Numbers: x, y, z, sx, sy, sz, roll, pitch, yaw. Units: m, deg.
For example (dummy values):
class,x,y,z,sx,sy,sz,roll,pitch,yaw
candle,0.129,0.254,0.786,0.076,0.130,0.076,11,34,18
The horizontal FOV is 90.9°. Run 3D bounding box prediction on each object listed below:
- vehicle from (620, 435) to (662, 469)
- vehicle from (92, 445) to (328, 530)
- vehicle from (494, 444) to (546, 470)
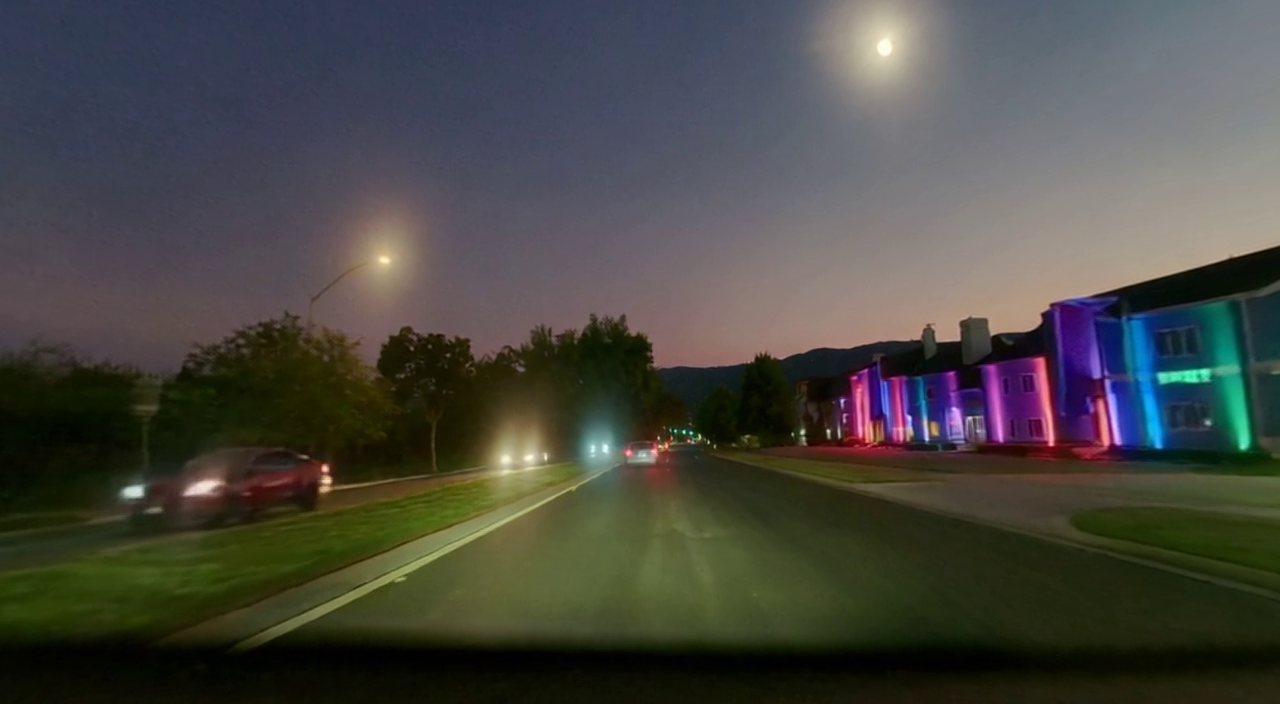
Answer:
class,x,y,z,sx,sy,sz,roll,pitch,yaw
vehicle,0.132,5.398,34.111,2.129,1.713,4.314,0,-8,2
vehicle,-9.020,2.819,13.822,1.935,1.522,4.348,0,-8,3
vehicle,-7.223,6.349,38.275,2.040,1.465,4.448,0,-8,3
